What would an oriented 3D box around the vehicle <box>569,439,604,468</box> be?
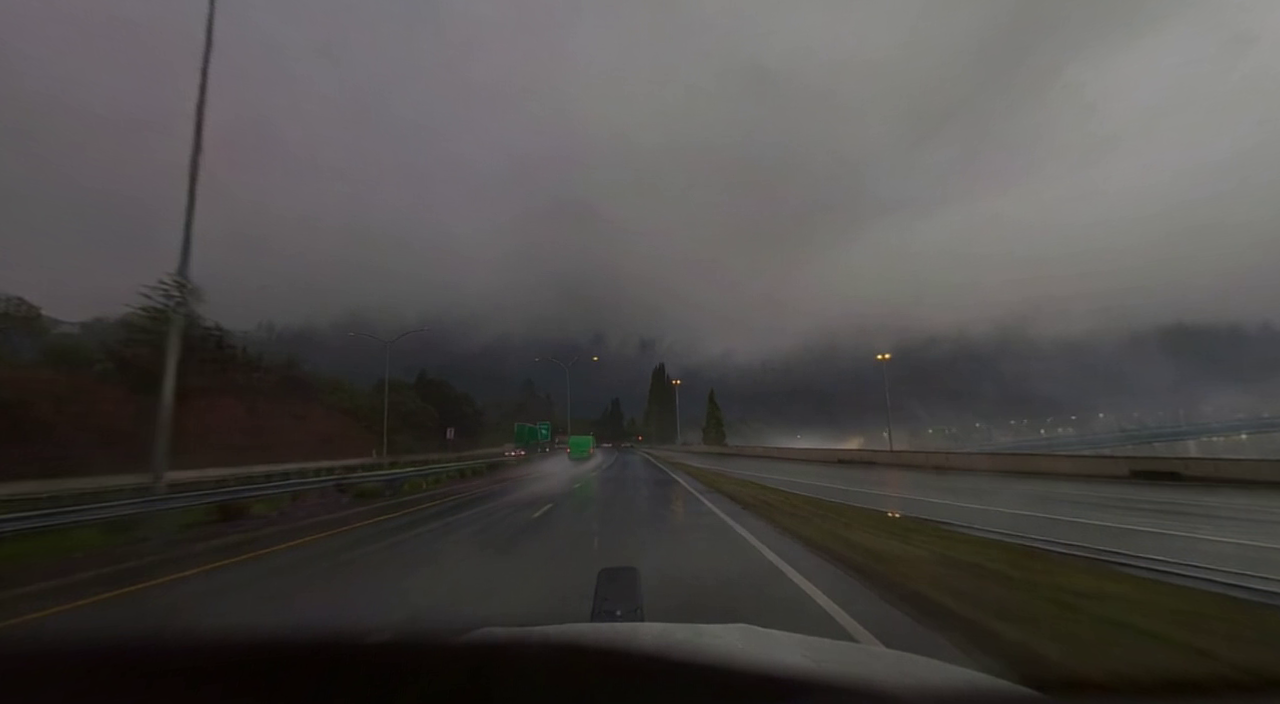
[{"bbox_3d":[-3.896,7.463,46.437,2.270,2.023,4.632,0,-9,-2],"label":"vehicle"}]
